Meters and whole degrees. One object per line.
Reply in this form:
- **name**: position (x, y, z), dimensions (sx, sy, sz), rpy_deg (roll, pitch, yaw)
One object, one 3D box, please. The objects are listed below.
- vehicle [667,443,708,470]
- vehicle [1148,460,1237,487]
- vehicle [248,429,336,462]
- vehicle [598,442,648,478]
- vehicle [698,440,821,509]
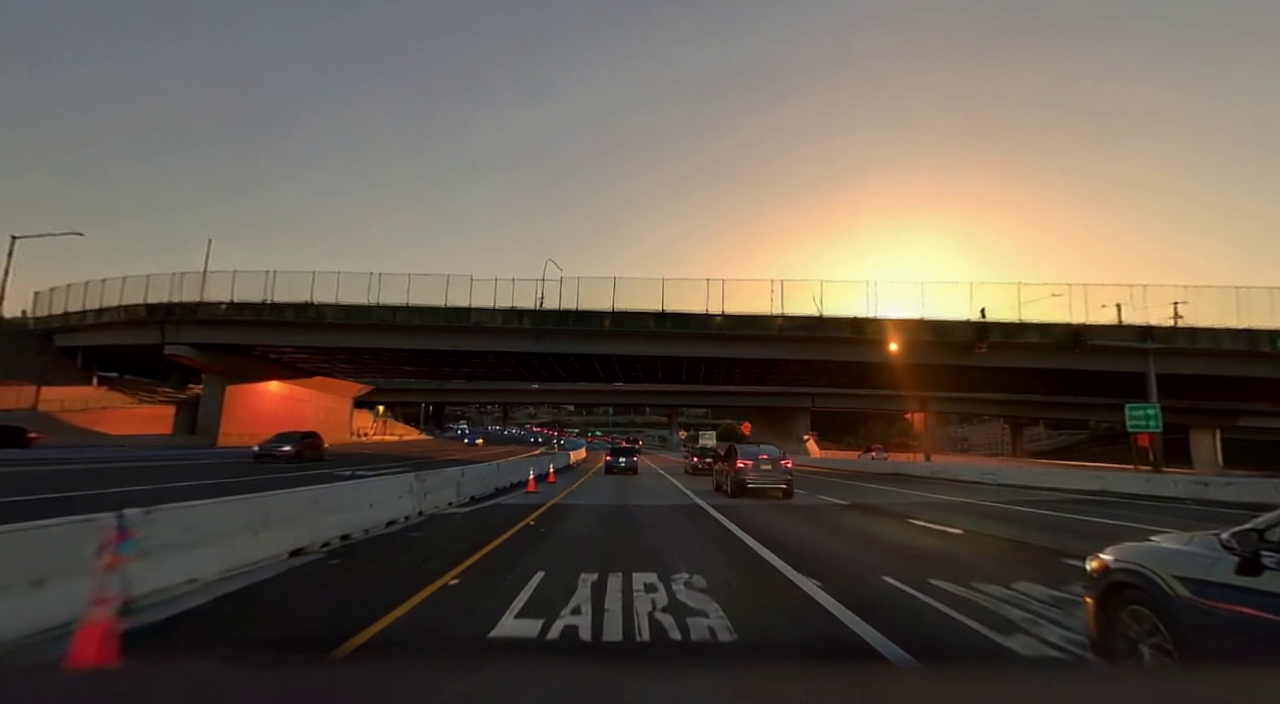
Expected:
- **vehicle**: position (2.716, 6.130, 37.145), dimensions (1.916, 1.487, 4.117), rpy_deg (0, -9, -3)
- **vehicle**: position (31.566, 6.929, 36.228), dimensions (1.607, 1.396, 3.554), rpy_deg (1, -9, -6)
- **vehicle**: position (-20.253, 5.492, 37.095), dimensions (2.209, 1.764, 5.258), rpy_deg (0, -9, -1)
- **vehicle**: position (-0.744, 4.766, 28.037), dimensions (2.069, 1.470, 4.004), rpy_deg (0, -9, -1)
- **vehicle**: position (2.774, 2.961, 15.820), dimensions (2.042, 1.460, 4.451), rpy_deg (0, -9, -2)
